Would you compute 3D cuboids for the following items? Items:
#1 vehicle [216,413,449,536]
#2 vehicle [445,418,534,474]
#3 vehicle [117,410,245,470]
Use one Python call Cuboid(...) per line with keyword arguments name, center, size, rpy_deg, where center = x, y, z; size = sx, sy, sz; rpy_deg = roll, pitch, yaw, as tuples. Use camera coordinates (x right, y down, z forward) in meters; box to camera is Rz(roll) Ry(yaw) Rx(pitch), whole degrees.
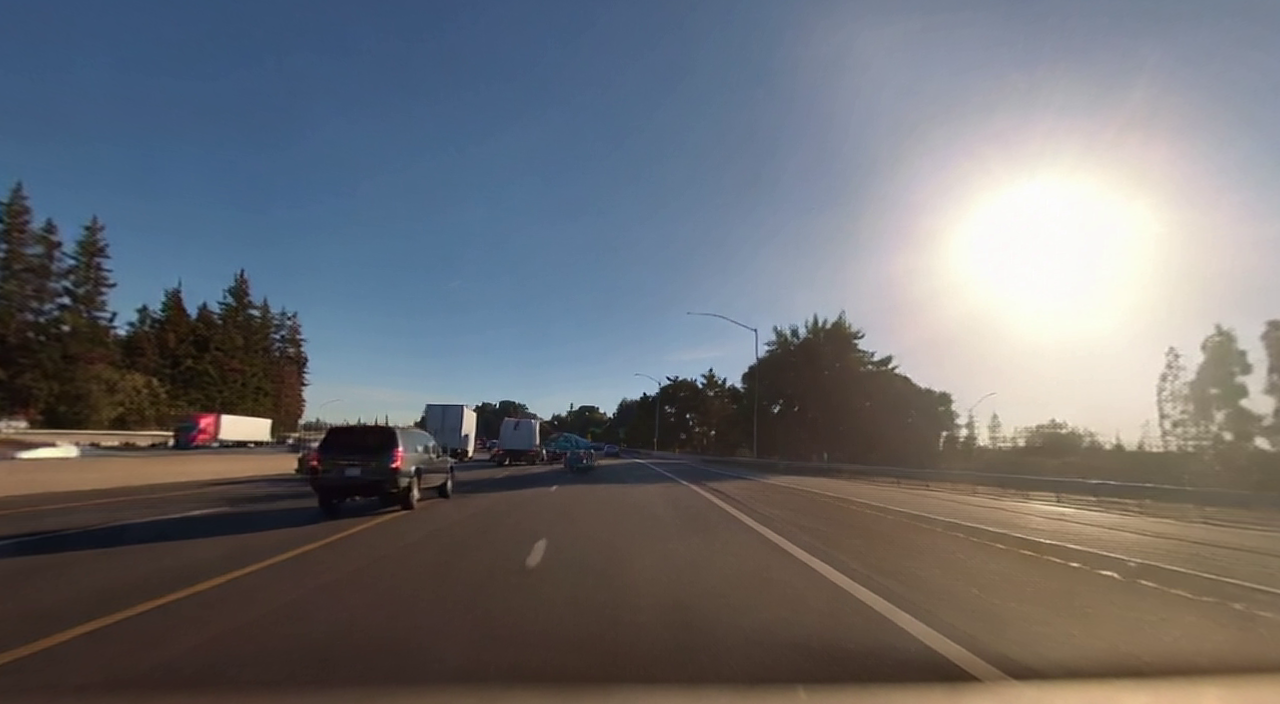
Cuboid(name="vehicle", center=(-5.318, 2.192, 12.013), size=(2.093, 1.785, 5.303), rpy_deg=(0, -8, -4))
Cuboid(name="vehicle", center=(-8.423, 5.592, 37.676), size=(3.270, 2.674, 14.547), rpy_deg=(1, -8, -6))
Cuboid(name="vehicle", center=(-28.539, 5.595, 39.907), size=(2.846, 3.386, 7.392), rpy_deg=(1, -9, -4))
